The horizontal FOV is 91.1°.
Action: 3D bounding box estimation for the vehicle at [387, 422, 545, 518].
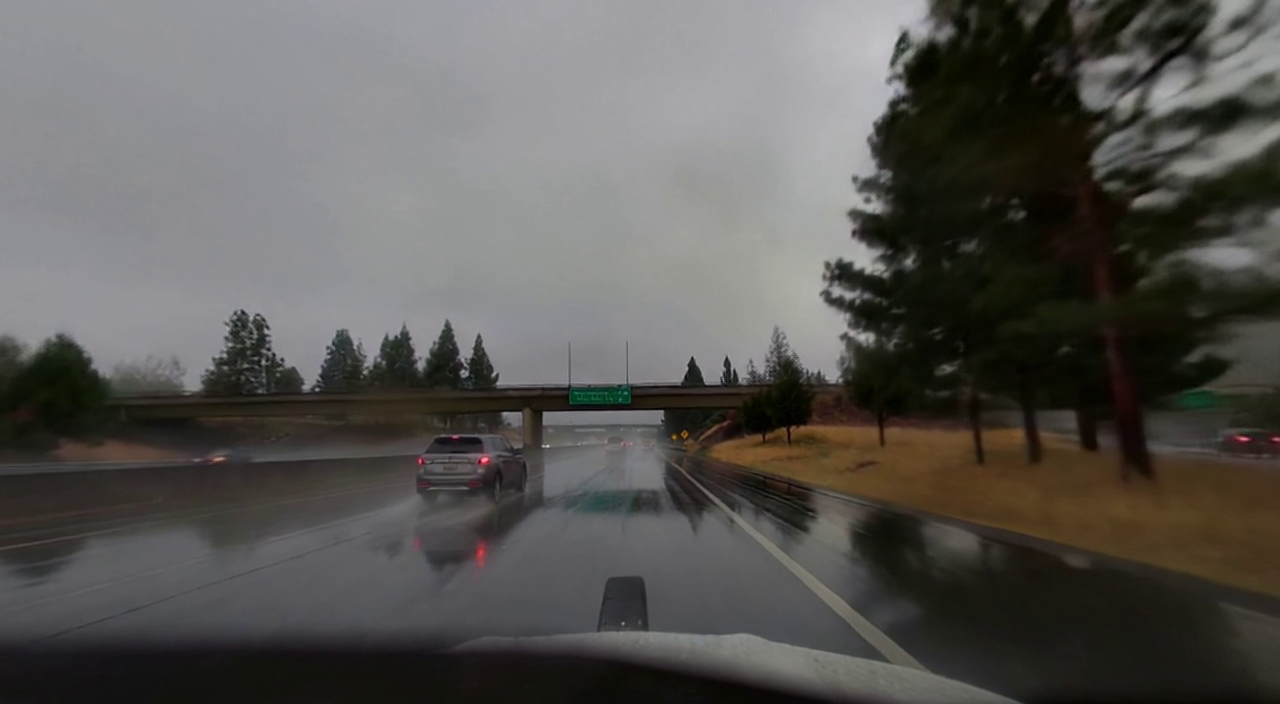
[{"bbox_3d":[-3.453,2.443,13.482,2.048,1.705,4.384,0,-8,1],"label":"vehicle"}]
